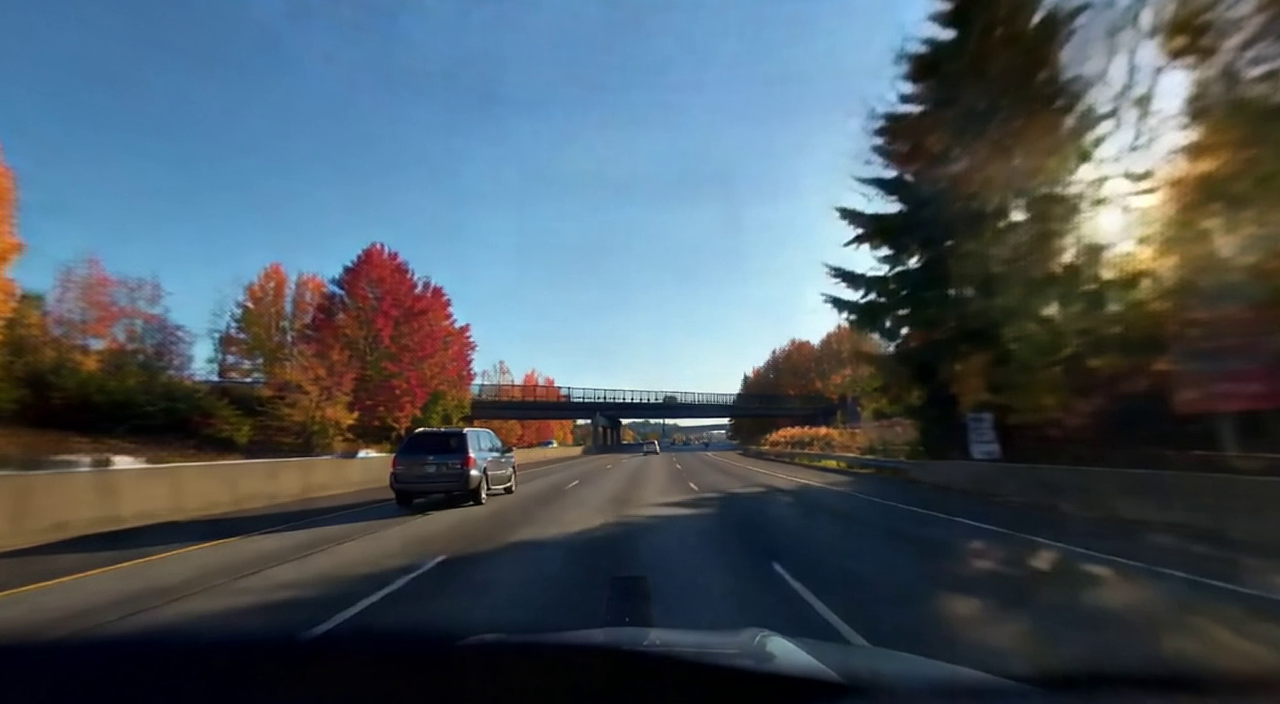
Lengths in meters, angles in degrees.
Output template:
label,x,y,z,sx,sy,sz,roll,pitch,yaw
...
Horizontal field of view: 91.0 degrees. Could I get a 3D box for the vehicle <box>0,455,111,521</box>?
label,x,y,z,sx,sy,sz,roll,pitch,yaw
vehicle,-16.492,3.471,16.211,1.825,1.529,4.419,0,-8,0

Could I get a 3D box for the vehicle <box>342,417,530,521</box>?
label,x,y,z,sx,sy,sz,roll,pitch,yaw
vehicle,-3.765,2.254,12.646,2.177,1.707,4.432,0,-8,1
